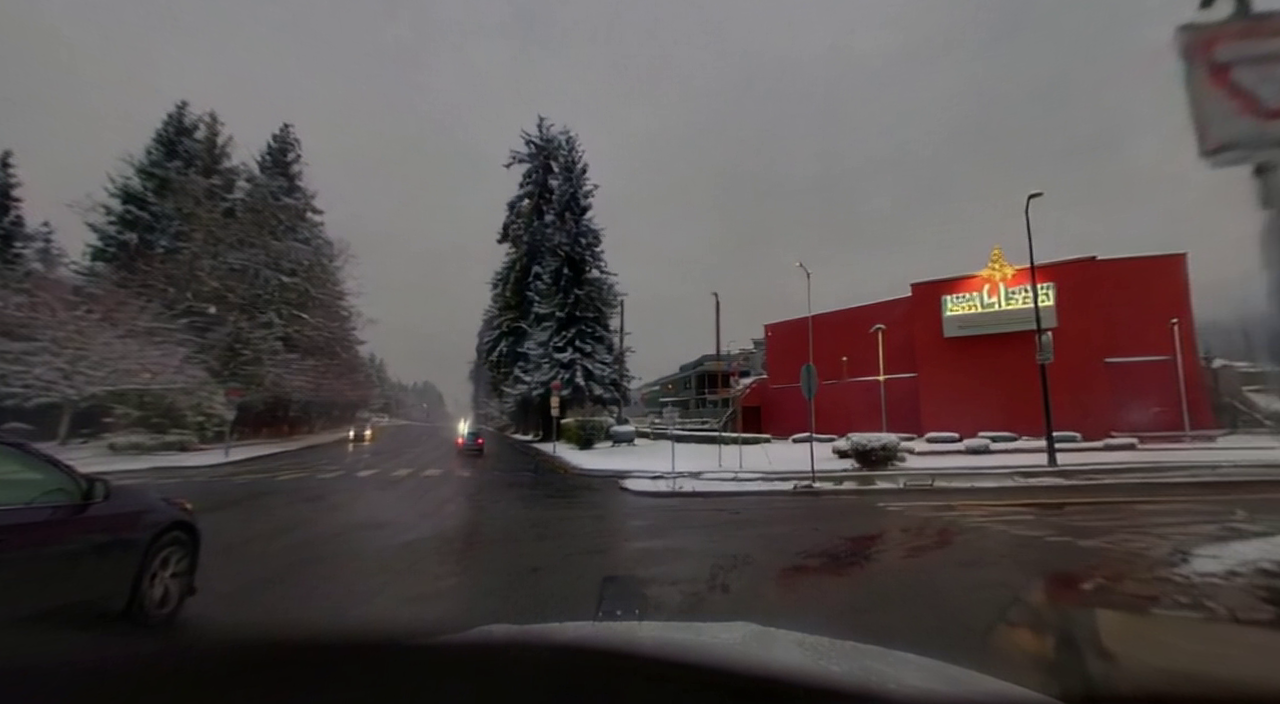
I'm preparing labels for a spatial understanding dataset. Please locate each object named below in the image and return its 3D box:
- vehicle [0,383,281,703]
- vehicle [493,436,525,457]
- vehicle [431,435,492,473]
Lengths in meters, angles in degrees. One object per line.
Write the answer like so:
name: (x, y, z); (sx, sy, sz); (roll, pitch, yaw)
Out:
vehicle: (-3.735, 0.923, 3.008); (1.853, 1.478, 4.381); (1, -8, -7)
vehicle: (-9.827, 7.095, 47.330); (1.742, 1.504, 3.771); (0, -8, -2)
vehicle: (-7.362, 4.216, 26.321); (1.962, 1.424, 4.289); (1, -8, -10)
